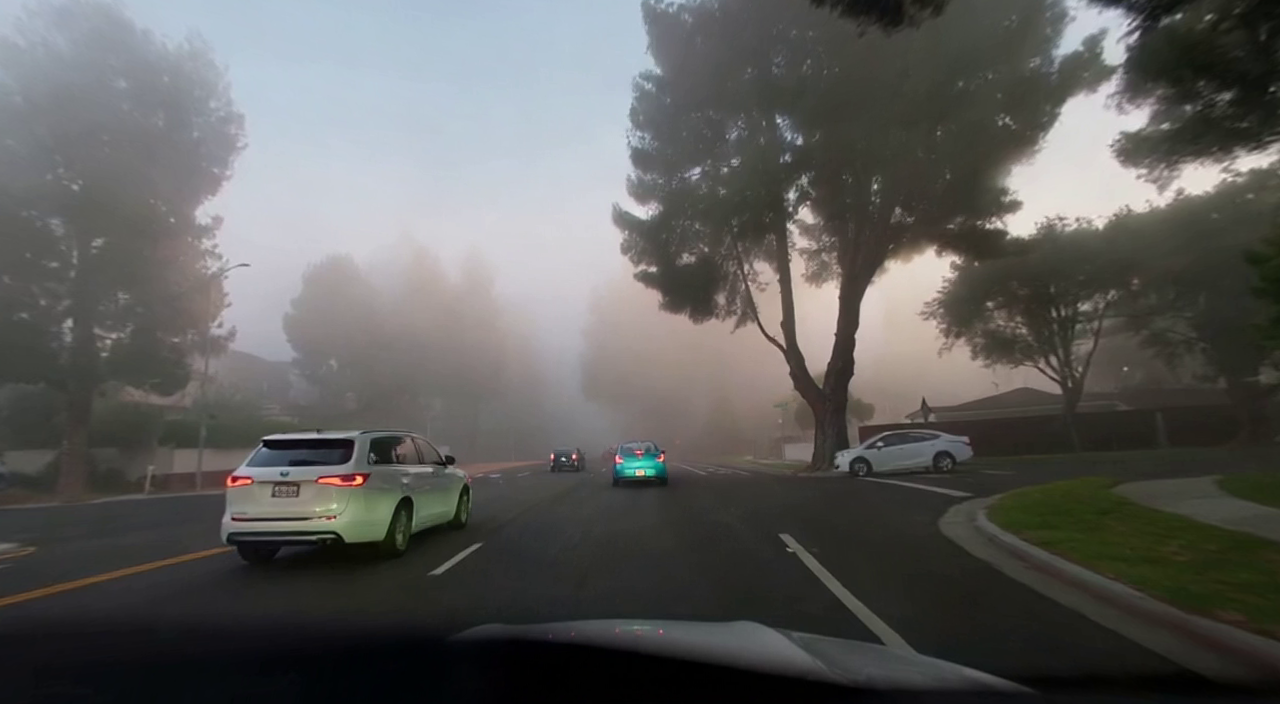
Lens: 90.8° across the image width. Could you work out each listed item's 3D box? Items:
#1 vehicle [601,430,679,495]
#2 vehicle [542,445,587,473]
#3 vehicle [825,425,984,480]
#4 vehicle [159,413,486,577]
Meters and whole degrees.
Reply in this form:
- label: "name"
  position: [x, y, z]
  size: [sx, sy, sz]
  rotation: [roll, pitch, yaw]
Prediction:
- label: "vehicle"
  position: [-0.012, 3.361, 19.619]
  size: [2.131, 1.761, 4.242]
  rotation: [0, -8, 0]
- label: "vehicle"
  position: [-4.252, 6.118, 36.305]
  size: [2.014, 1.493, 4.658]
  rotation: [0, -8, 0]
- label: "vehicle"
  position: [8.902, 3.420, 21.610]
  size: [4.497, 1.743, 1.983]
  rotation: [0, -8, 1]
- label: "vehicle"
  position: [-3.951, 1.867, 9.097]
  size: [2.243, 1.722, 4.621]
  rotation: [0, -8, 1]
